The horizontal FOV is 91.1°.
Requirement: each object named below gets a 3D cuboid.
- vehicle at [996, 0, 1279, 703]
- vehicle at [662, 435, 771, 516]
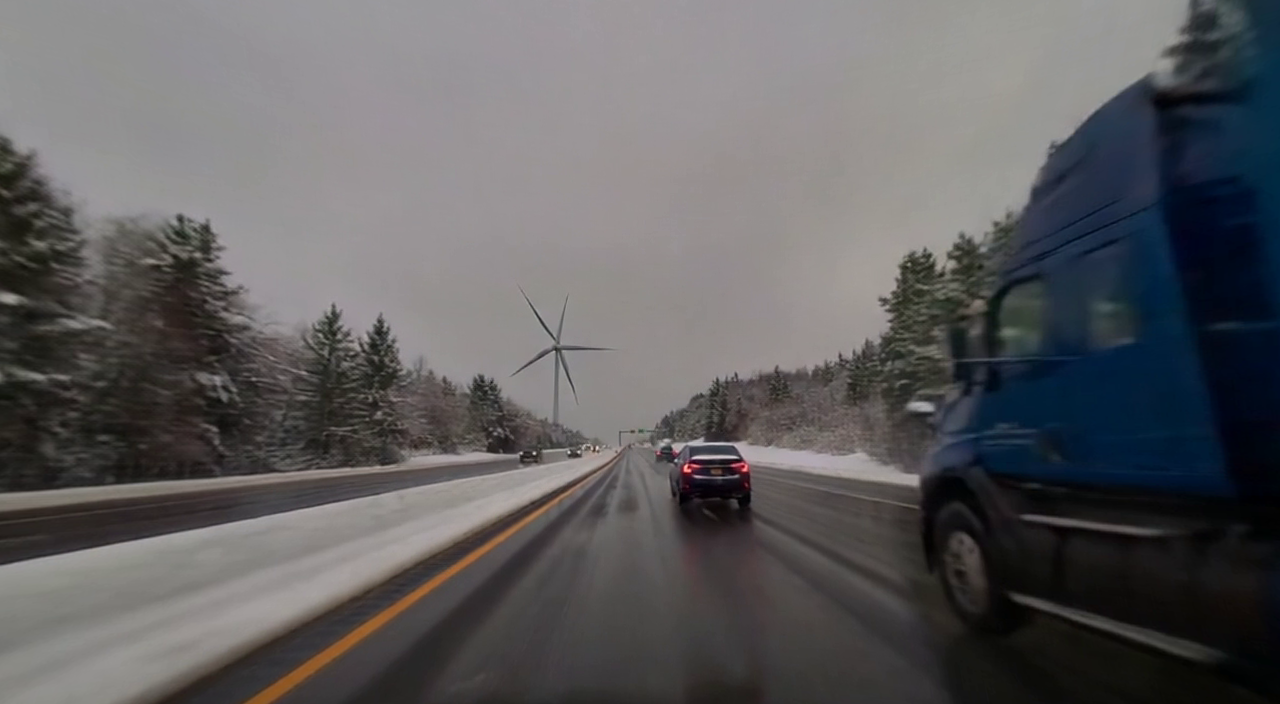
[{"bbox_3d":[4.690,-0.325,2.407,3.157,3.956,5.545,0,-8,-1],"label":"vehicle"},{"bbox_3d":[1.633,2.828,15.017,2.038,1.624,4.312,0,-8,0],"label":"vehicle"}]
